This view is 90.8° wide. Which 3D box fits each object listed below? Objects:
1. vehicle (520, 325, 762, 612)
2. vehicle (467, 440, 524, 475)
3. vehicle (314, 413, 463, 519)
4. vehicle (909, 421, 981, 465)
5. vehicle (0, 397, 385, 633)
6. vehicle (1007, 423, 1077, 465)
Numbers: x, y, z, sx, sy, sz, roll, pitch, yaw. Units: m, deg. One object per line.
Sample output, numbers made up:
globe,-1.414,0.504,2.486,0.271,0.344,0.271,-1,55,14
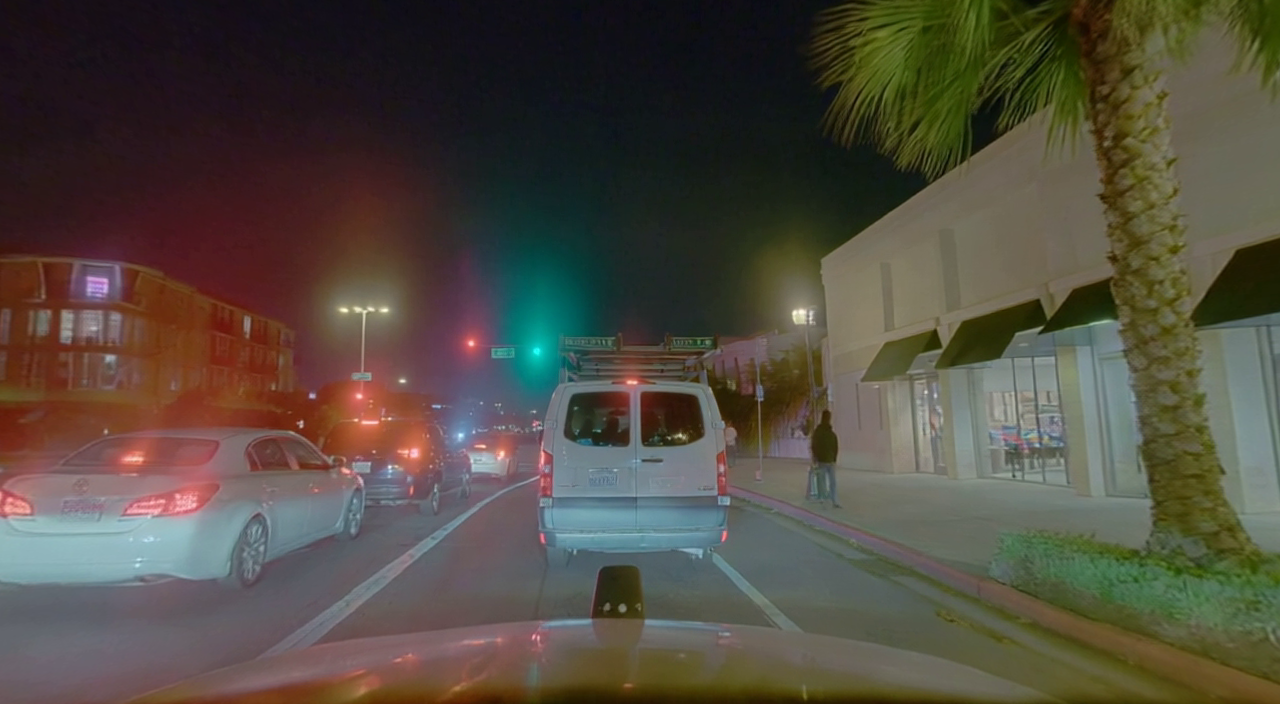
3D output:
vehicle,-0.199,1.216,7.185,1.902,2.238,4.263,1,-9,-6
vehicle,-6.836,4.893,29.579,1.818,1.479,4.428,4,-9,-22
vehicle,-5.207,2.421,13.892,2.089,1.854,5.022,2,-9,-11
vehicle,12.643,3.765,26.047,2.046,1.675,3.924,-6,-10,33
vehicle,-4.395,1.469,6.672,1.986,1.643,4.315,1,-9,-6
vehicle,15.796,3.617,24.726,2.048,1.475,3.972,-6,-10,34
